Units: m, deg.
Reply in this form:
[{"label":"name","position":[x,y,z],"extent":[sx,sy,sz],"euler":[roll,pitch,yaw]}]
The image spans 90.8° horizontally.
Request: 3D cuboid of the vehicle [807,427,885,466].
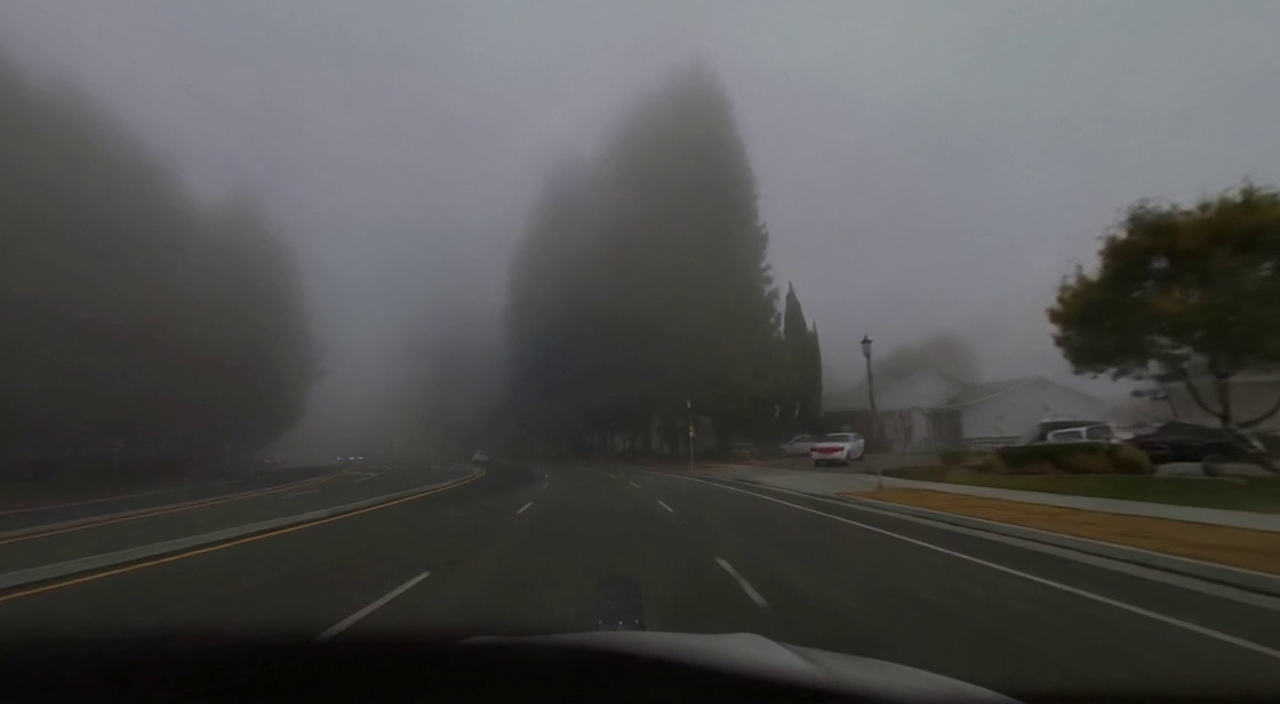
[{"label":"vehicle","position":[11.307,5.166,34.467],"extent":[2.110,1.863,4.977],"euler":[-10,-13,39]}]
